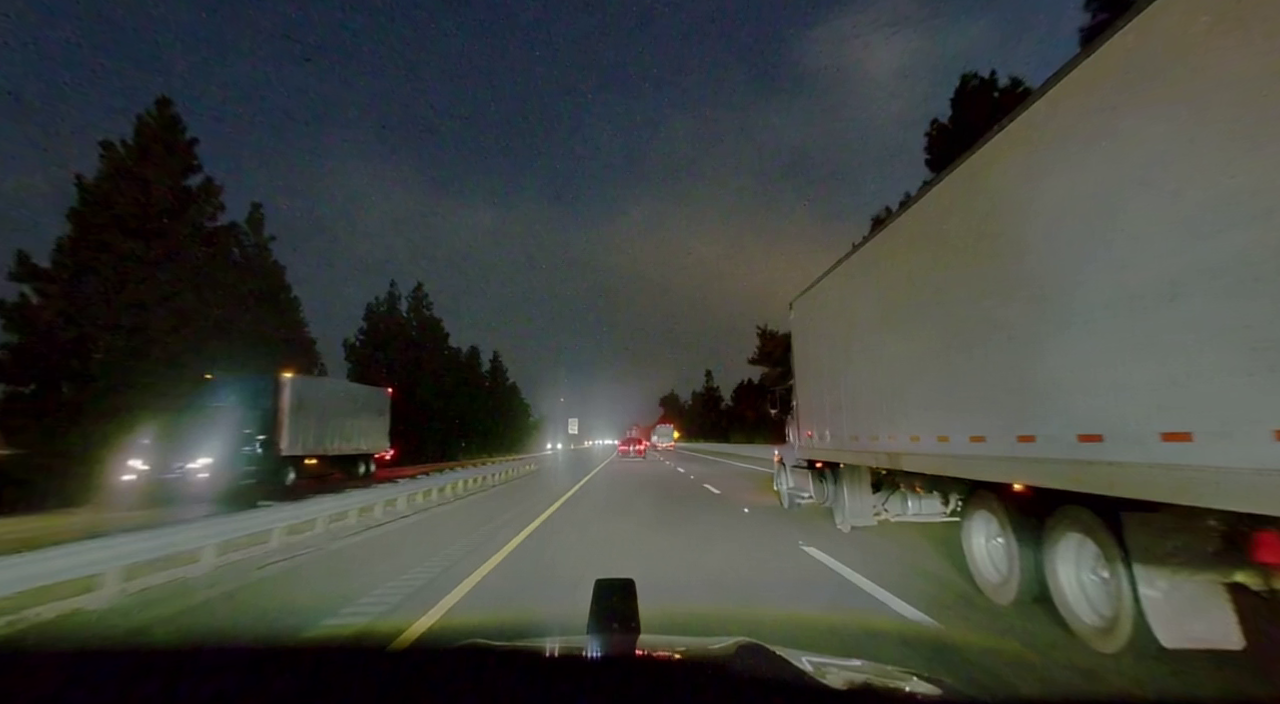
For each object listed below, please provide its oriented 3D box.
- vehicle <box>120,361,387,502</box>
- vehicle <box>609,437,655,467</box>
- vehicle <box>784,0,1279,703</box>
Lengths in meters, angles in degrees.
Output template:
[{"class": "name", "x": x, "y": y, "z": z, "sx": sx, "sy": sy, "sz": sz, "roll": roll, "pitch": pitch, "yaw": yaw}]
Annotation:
[{"class": "vehicle", "x": -13.533, "y": 3.043, "z": 24.107, "sx": 3.190, "sy": 4.107, "sz": 11.334, "roll": 0, "pitch": -8, "yaw": -1}, {"class": "vehicle", "x": -0.458, "y": 5.176, "z": 32.999, "sx": 2.259, "sy": 1.466, "sz": 3.693, "roll": 0, "pitch": -8, "yaw": -1}, {"class": "vehicle", "x": 3.860, "y": 0.406, "z": 5.909, "sx": 2.921, "sy": 3.526, "sz": 8.207, "roll": 0, "pitch": -8, "yaw": -1}]
